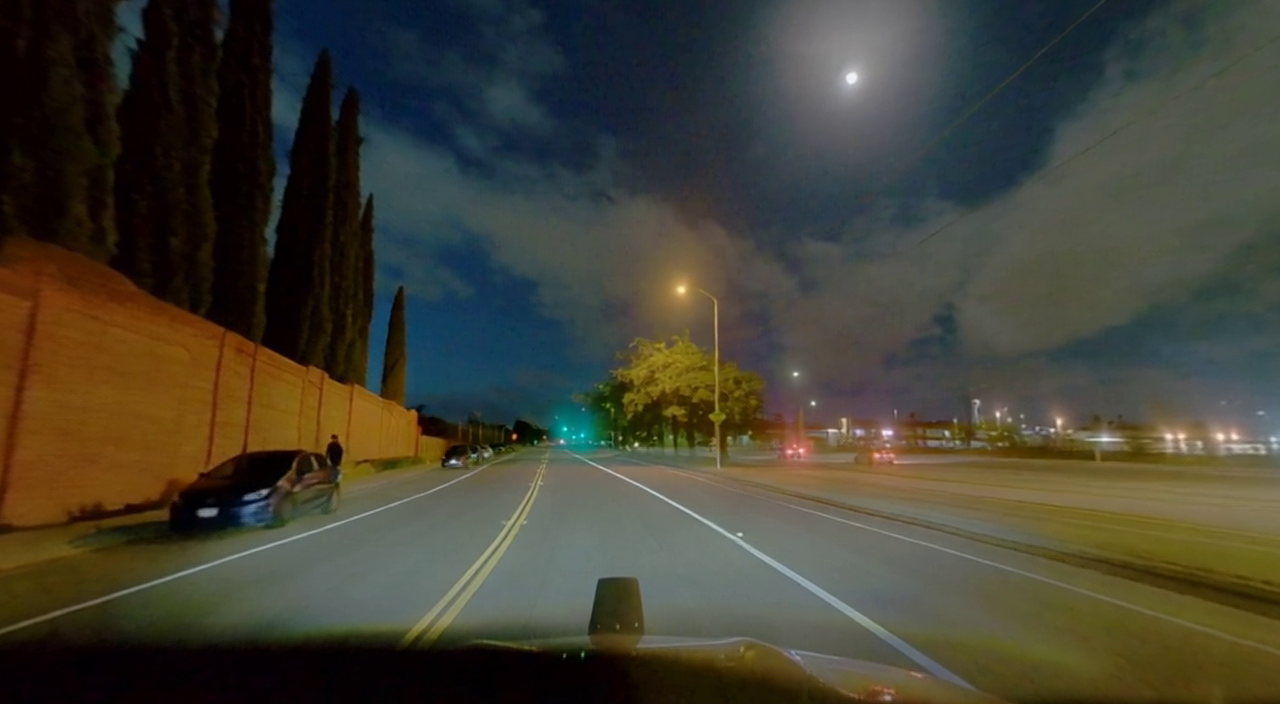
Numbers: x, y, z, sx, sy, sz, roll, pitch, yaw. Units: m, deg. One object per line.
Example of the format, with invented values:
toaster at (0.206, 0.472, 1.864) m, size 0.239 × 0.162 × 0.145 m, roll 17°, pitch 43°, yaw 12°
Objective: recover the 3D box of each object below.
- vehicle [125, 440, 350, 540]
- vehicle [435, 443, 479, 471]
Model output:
vehicle at (-7.278, 2.464, 12.080) m, size 1.877 × 1.507 × 4.363 m, roll 2°, pitch -8°, yaw -8°
vehicle at (-11.209, 6.458, 39.056) m, size 1.899 × 1.485 × 4.593 m, roll 2°, pitch -8°, yaw -8°
